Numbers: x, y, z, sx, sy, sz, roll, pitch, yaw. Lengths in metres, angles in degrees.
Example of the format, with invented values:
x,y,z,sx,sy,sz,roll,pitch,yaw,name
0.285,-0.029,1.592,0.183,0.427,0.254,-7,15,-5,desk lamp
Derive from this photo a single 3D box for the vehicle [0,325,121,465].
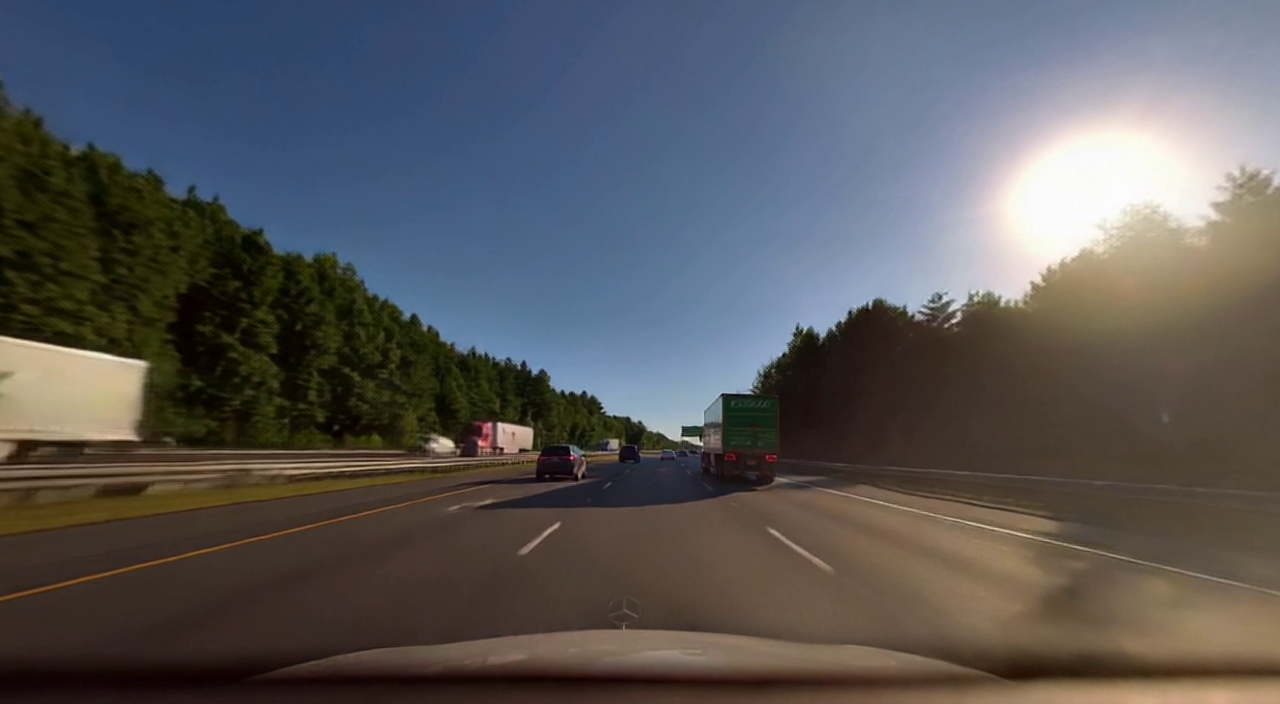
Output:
x,y,z,sx,sy,sz,roll,pitch,yaw,name
-20.657,0.699,14.950,3.202,4.099,15.246,0,-9,2,vehicle

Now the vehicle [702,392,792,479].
x,y,z,sx,sy,sz,roll,pitch,yaw,name
5.616,4.947,36.071,3.057,3.993,13.914,0,-9,2,vehicle

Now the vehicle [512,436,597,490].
x,y,z,sx,sy,sz,roll,pitch,yaw,name
-2.895,3.901,22.394,2.205,1.728,4.397,-1,-9,3,vehicle

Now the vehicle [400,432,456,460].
x,y,z,sx,sy,sz,roll,pitch,yaw,name
-14.883,6.639,44.555,2.102,1.845,4.723,-1,-9,3,vehicle

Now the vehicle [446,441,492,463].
x,y,z,sx,sy,sz,roll,pitch,yaw,name
-11.800,6.888,43.713,1.822,1.445,4.076,-1,-8,3,vehicle

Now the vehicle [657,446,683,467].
x,y,z,sx,sy,sz,roll,pitch,yaw,name
2.360,8.185,49.411,1.990,1.537,3.725,-1,-9,3,vehicle
